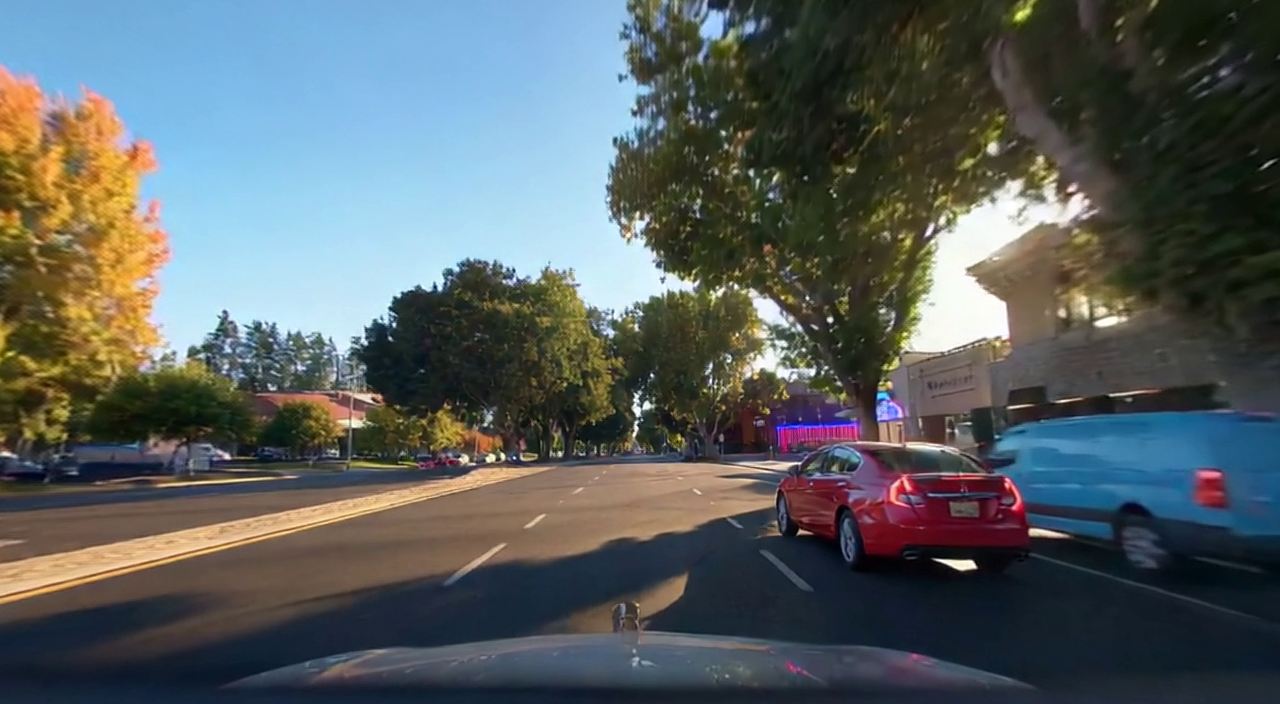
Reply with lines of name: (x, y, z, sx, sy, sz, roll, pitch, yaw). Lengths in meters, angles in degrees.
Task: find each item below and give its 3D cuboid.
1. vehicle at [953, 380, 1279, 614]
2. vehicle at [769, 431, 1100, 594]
vehicle: (6.799, 1.691, 8.432, 2.311, 2.085, 5.422, 0, -8, -1)
vehicle: (3.193, 1.821, 8.150, 2.004, 1.470, 4.544, 0, -8, -1)
